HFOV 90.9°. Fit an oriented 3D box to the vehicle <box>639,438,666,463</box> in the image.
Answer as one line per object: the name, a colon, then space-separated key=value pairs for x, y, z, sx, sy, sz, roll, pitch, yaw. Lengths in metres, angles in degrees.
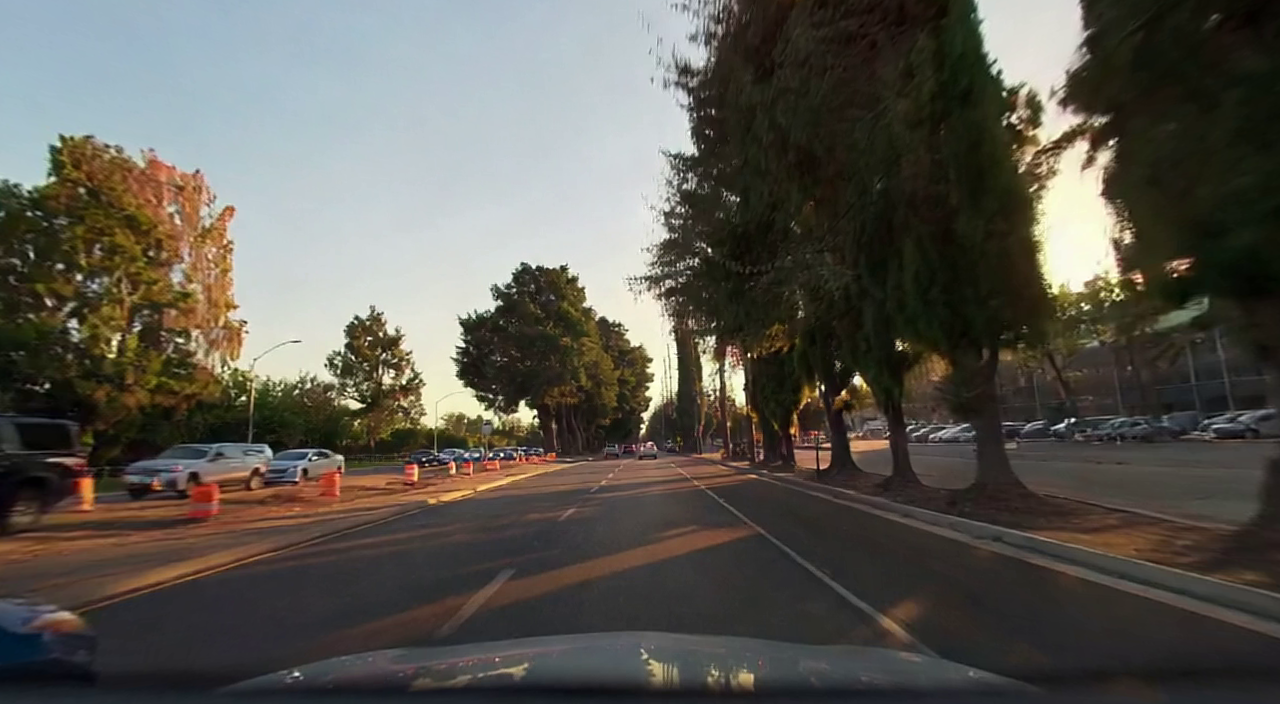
vehicle: x=0.951 y=7.643 z=48.985 sx=2.060 sy=1.845 sz=4.151 roll=0 pitch=-8 yaw=0

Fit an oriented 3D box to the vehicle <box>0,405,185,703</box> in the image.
vehicle: x=-3.147 y=0.674 z=0.389 sx=2.087 sy=1.480 sz=4.825 roll=0 pitch=-9 yaw=1

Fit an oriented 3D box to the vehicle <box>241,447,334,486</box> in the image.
vehicle: x=-17.364 y=5.623 z=31.357 sx=1.904 sy=1.764 sz=4.515 roll=0 pitch=-8 yaw=1
